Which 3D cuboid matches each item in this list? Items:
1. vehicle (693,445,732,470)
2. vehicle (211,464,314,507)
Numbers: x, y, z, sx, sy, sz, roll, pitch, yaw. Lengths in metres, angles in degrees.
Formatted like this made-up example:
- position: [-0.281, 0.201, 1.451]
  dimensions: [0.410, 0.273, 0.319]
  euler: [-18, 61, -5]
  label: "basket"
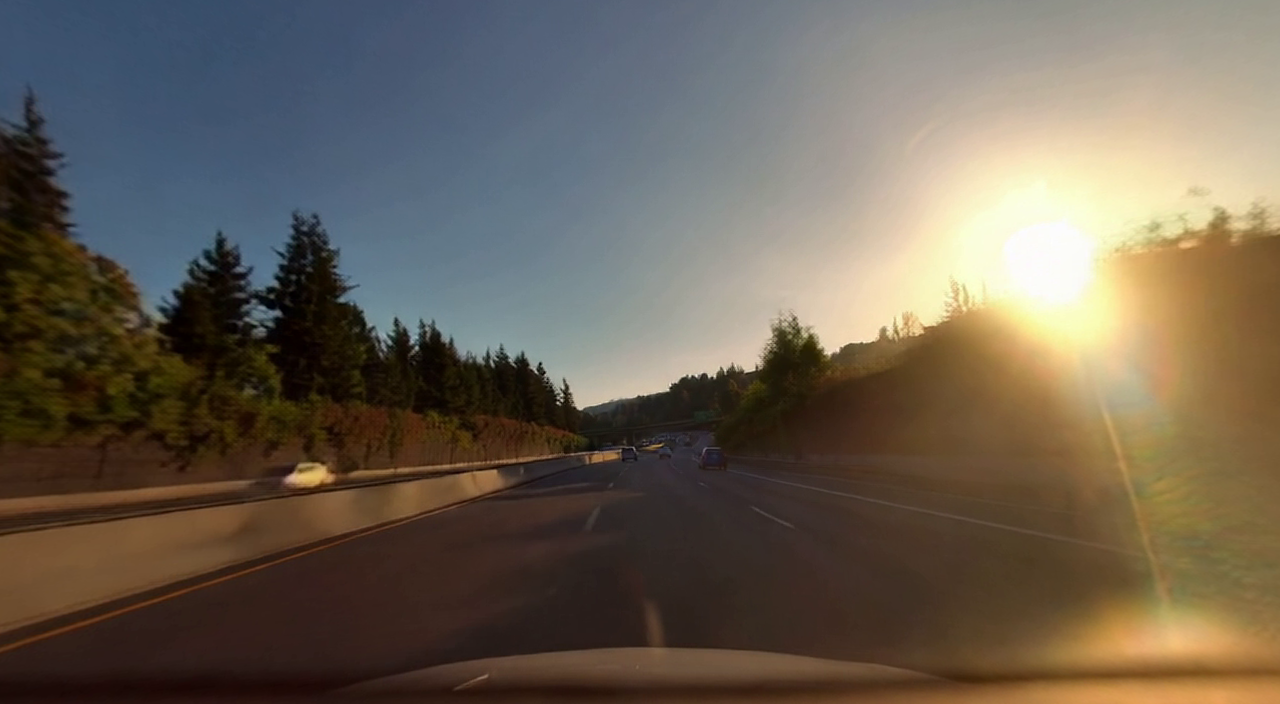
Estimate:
- position: [4.867, 7.203, 43.073]
  dimensions: [2.175, 1.574, 3.943]
  euler: [0, -9, 0]
  label: "vehicle"
- position: [-17.383, 6.132, 29.298]
  dimensions: [2.070, 1.754, 4.268]
  euler: [0, -9, 0]
  label: "vehicle"
